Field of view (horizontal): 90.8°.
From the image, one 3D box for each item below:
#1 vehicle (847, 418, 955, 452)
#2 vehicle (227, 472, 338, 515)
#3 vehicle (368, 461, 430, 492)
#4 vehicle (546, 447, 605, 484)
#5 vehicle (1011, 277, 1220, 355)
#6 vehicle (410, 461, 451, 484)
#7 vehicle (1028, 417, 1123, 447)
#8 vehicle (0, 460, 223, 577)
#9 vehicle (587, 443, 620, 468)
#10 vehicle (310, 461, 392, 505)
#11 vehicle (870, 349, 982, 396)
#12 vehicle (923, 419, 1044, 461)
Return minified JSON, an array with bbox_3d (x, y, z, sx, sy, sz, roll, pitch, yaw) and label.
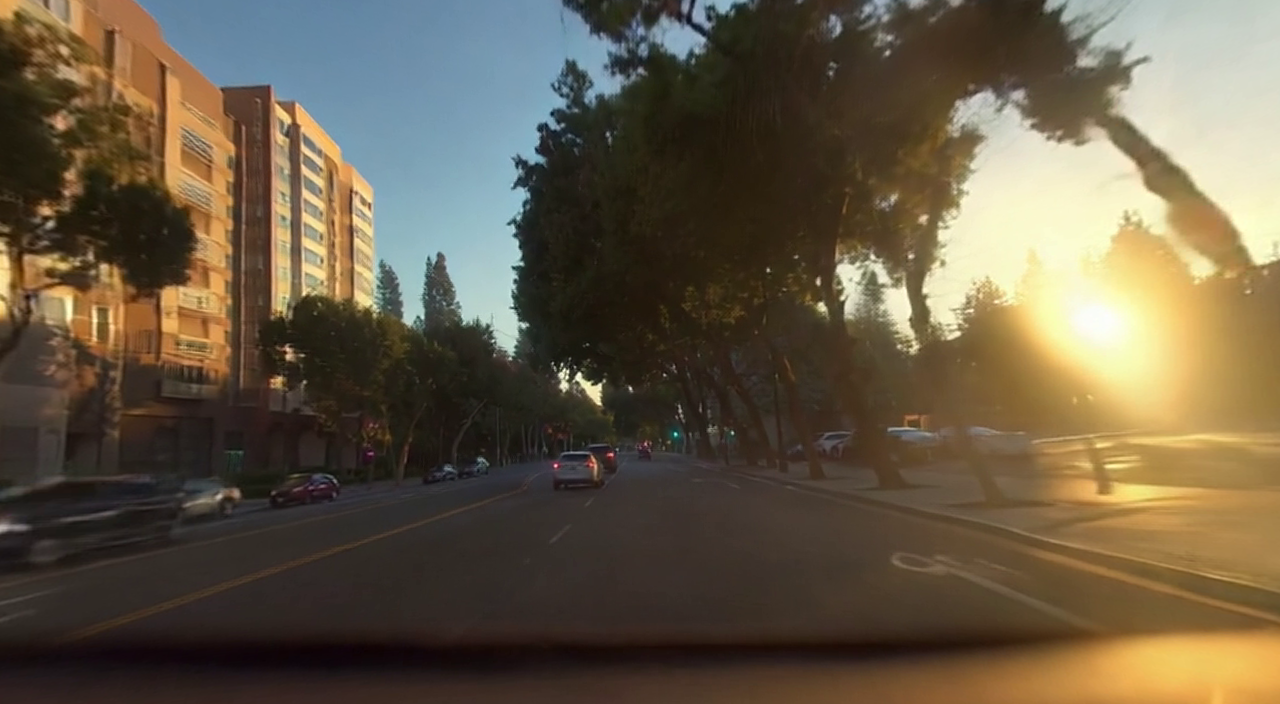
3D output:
[{"bbox_3d":[13.253,4.284,32.329,4.619,1.626,2.121,-1,-9,4],"label":"vehicle"},{"bbox_3d":[-15.313,6.061,27.425,2.021,1.438,4.616,-2,-9,2],"label":"vehicle"},{"bbox_3d":[-15.017,7.753,39.589,1.984,1.635,4.525,-3,-9,2],"label":"vehicle"},{"bbox_3d":[-2.663,4.809,27.131,2.051,1.454,4.132,0,-8,0],"label":"vehicle"},{"bbox_3d":[12.033,-0.873,16.205,3.827,1.556,1.730,-1,-10,1],"label":"vehicle"},{"bbox_3d":[-15.081,8.703,45.663,1.646,1.462,3.740,0,-8,0],"label":"vehicle"},{"bbox_3d":[26.376,4.857,38.284,4.439,1.688,2.101,1,-9,-12],"label":"vehicle"},{"bbox_3d":[-9.823,2.740,11.163,1.884,1.518,4.380,0,-8,0],"label":"vehicle"},{"bbox_3d":[-2.752,7.950,48.798,2.190,1.840,4.720,0,-8,0],"label":"vehicle"},{"bbox_3d":[-15.368,6.927,33.903,1.917,1.775,5.018,-9,-9,-1],"label":"vehicle"},{"bbox_3d":[12.241,0.889,27.200,3.826,1.601,1.807,-3,-8,-3],"label":"vehicle"},{"bbox_3d":[13.030,3.343,24.123,3.527,1.496,1.836,0,-7,-3],"label":"vehicle"}]
